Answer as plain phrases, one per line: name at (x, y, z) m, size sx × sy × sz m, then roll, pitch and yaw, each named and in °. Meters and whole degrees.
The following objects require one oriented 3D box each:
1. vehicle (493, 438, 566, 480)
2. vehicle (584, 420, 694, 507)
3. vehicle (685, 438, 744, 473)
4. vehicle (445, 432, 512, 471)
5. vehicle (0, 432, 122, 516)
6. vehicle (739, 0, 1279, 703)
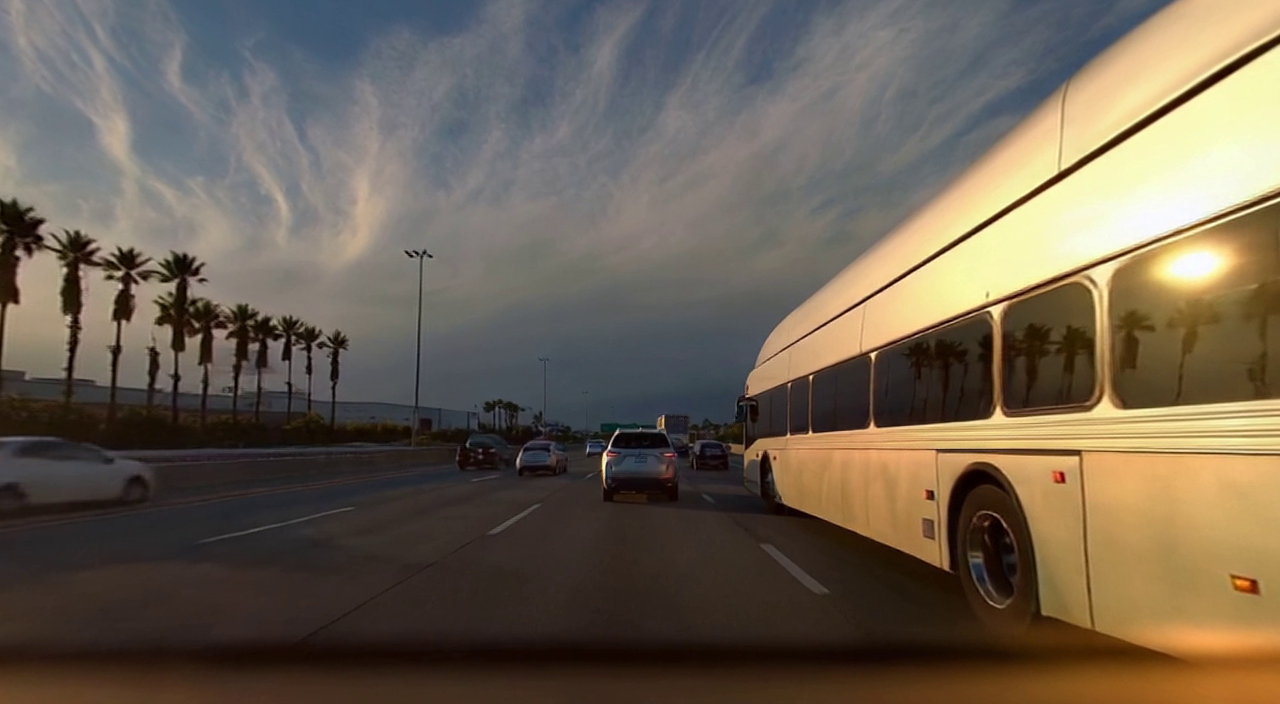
vehicle at (-4.404, 4.334, 25.828) m, size 2.040 × 1.536 × 4.680 m, roll 0°, pitch -9°, yaw 1°
vehicle at (0.015, 2.637, 15.244) m, size 2.268 × 1.796 × 4.280 m, roll 0°, pitch -9°, yaw 1°
vehicle at (3.388, 4.838, 29.550) m, size 2.039 × 1.516 × 4.521 m, roll 0°, pitch -9°, yaw -2°
vehicle at (-8.008, 5.000, 31.761) m, size 2.066 × 1.779 × 4.706 m, roll 0°, pitch -9°, yaw 1°
vehicle at (-12.461, 2.215, 11.499) m, size 1.961 × 1.493 × 4.784 m, roll 0°, pitch -9°, yaw -1°
vehicle at (3.954, 0.653, 8.256) m, size 3.020 × 3.622 × 14.302 m, roll 0°, pitch -9°, yaw 0°
